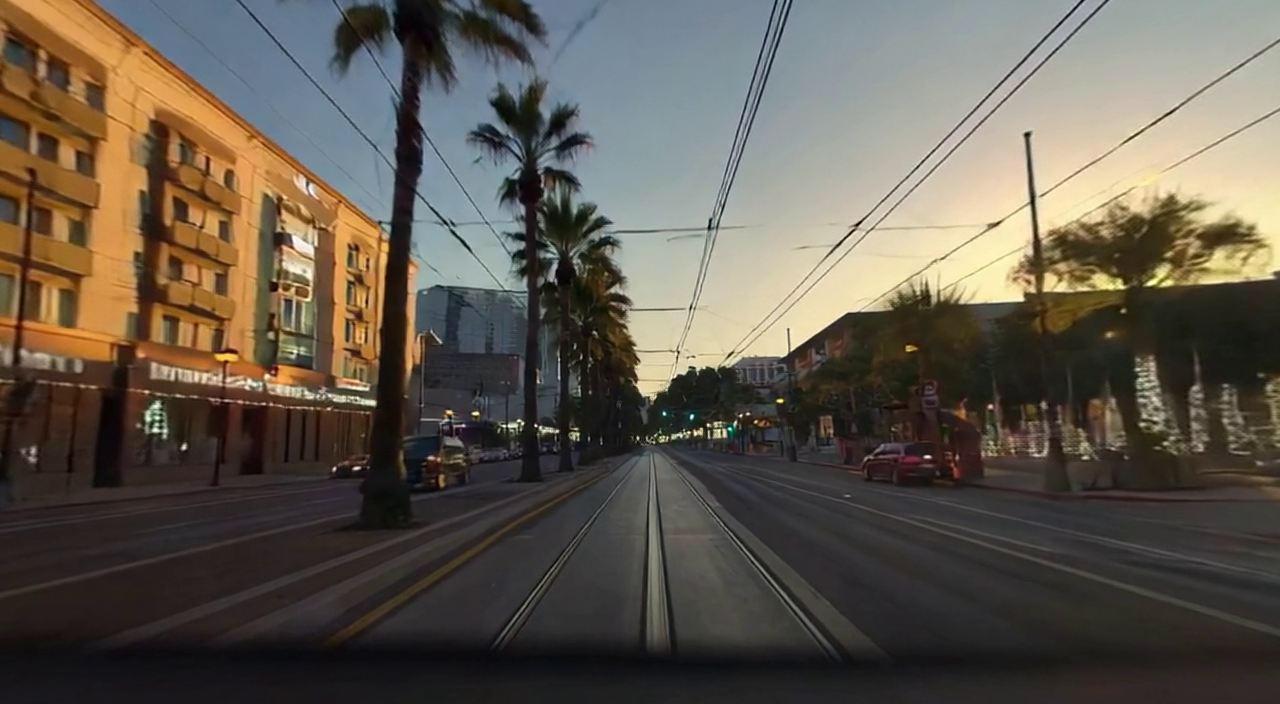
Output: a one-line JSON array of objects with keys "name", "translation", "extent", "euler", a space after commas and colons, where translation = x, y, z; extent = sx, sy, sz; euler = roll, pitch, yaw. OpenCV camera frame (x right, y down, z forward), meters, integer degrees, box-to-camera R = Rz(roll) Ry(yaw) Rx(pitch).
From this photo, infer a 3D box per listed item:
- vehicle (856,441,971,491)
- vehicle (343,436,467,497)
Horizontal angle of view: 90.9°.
[{"name": "vehicle", "translation": [9.065, 3.781, 21.367], "extent": [1.822, 1.494, 4.385], "euler": [0, -8, -2]}, {"name": "vehicle", "translation": [-7.128, 3.493, 19.715], "extent": [1.971, 1.657, 4.623], "euler": [0, -8, 2]}]
